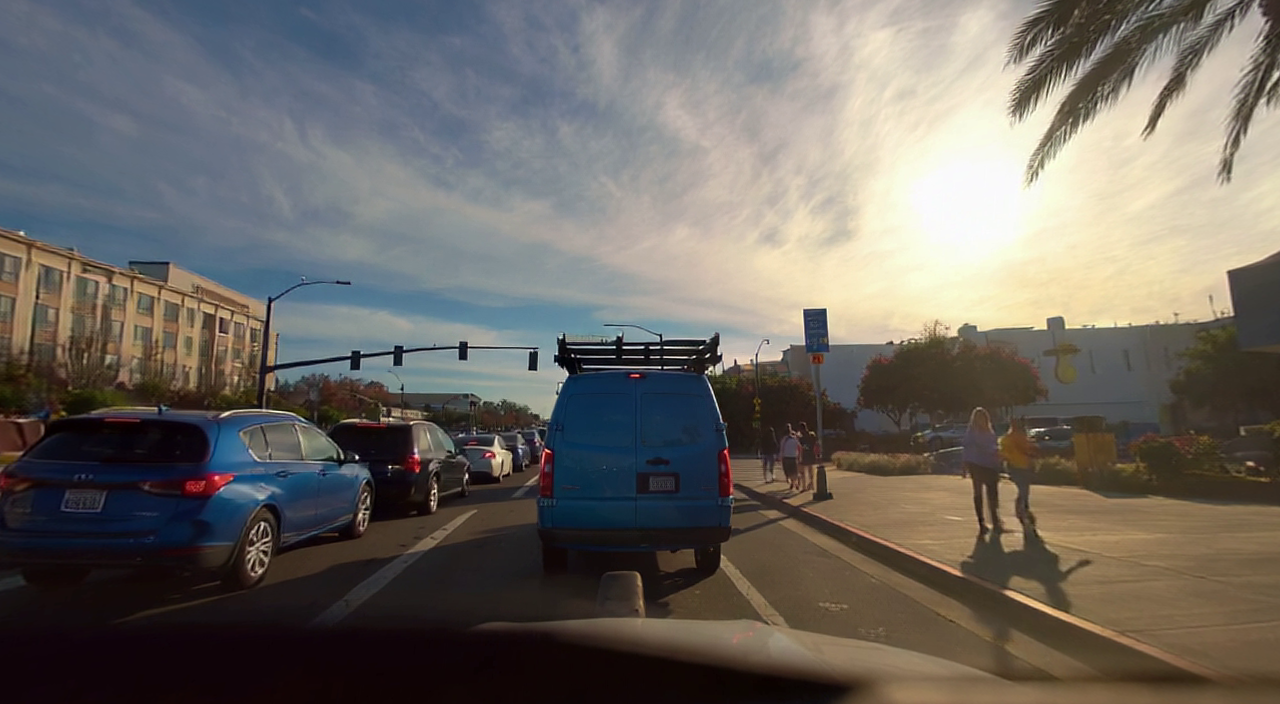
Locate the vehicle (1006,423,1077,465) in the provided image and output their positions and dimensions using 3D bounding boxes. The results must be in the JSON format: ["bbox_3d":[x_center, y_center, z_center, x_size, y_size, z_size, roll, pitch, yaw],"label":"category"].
[{"bbox_3d":[15.753,3.619,24.706,2.048,1.475,3.972,-6,-10,34],"label":"vehicle"}]

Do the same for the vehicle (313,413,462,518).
[{"bbox_3d":[-5.225,2.412,13.881,2.089,1.854,5.022,2,-9,-11],"label":"vehicle"}]

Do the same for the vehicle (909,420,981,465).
[{"bbox_3d":[12.628,3.757,26.042,2.046,1.675,3.924,-6,-10,33],"label":"vehicle"}]

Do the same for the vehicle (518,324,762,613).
[{"bbox_3d":[-0.212,1.214,7.167,1.902,2.238,4.263,1,-9,-6],"label":"vehicle"}]

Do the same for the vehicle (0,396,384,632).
[{"bbox_3d":[-4.410,1.466,6.665,1.986,1.643,4.315,1,-9,-6],"label":"vehicle"}]

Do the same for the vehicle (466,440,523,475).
[{"bbox_3d":[-6.859,4.887,29.554,1.818,1.479,4.428,4,-9,-22],"label":"vehicle"}]
